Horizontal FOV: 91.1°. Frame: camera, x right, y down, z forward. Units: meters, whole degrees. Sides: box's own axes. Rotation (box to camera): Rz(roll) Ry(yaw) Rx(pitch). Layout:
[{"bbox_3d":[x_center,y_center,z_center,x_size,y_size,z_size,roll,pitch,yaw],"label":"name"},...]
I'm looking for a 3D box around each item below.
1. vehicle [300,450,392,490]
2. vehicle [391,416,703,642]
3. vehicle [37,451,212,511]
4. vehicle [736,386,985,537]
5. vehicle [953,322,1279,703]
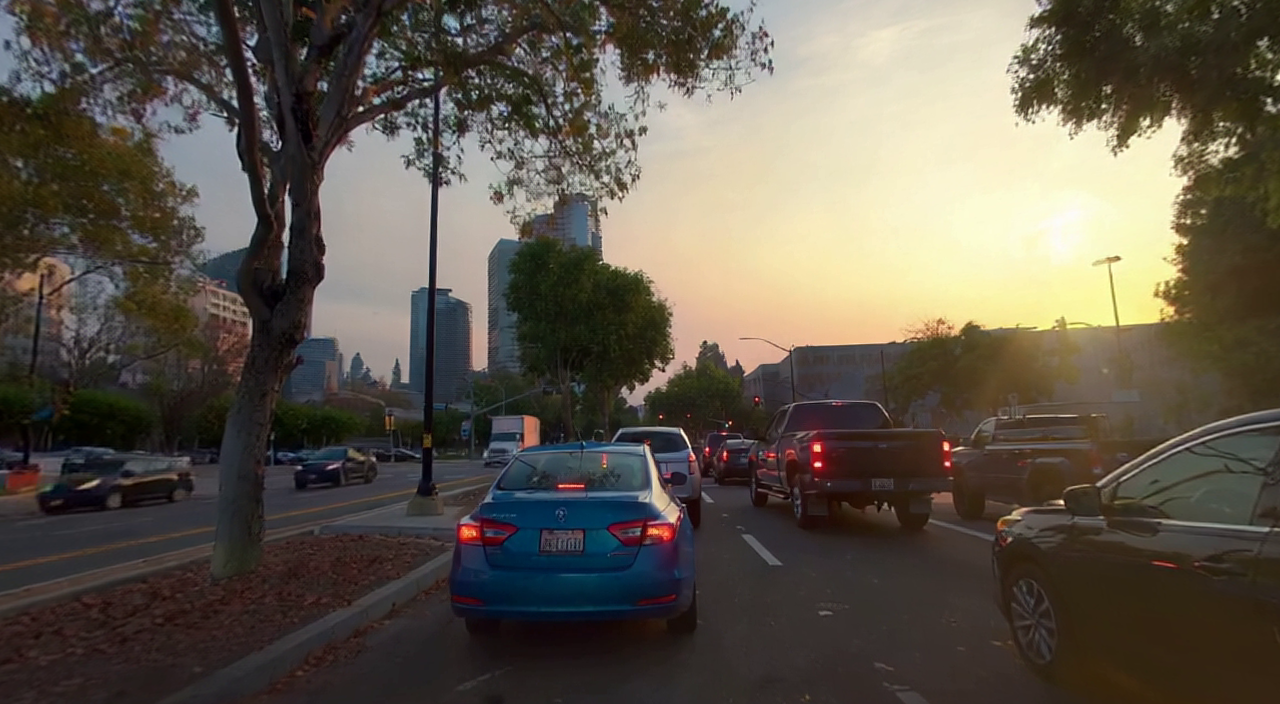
[{"bbox_3d":[-12.514,5.004,27.022,1.907,1.522,4.115,0,-9,1],"label":"vehicle"},{"bbox_3d":[-0.575,1.497,6.330,2.111,1.506,4.018,0,-8,2],"label":"vehicle"},{"bbox_3d":[-16.308,4.061,20.211,2.000,1.656,4.160,0,-8,1],"label":"vehicle"},{"bbox_3d":[3.518,1.953,11.692,2.444,2.098,5.766,0,-9,-1],"label":"vehicle"},{"bbox_3d":[3.159,0.755,2.072,1.982,1.709,4.427,0,-9,1],"label":"vehicle"}]
